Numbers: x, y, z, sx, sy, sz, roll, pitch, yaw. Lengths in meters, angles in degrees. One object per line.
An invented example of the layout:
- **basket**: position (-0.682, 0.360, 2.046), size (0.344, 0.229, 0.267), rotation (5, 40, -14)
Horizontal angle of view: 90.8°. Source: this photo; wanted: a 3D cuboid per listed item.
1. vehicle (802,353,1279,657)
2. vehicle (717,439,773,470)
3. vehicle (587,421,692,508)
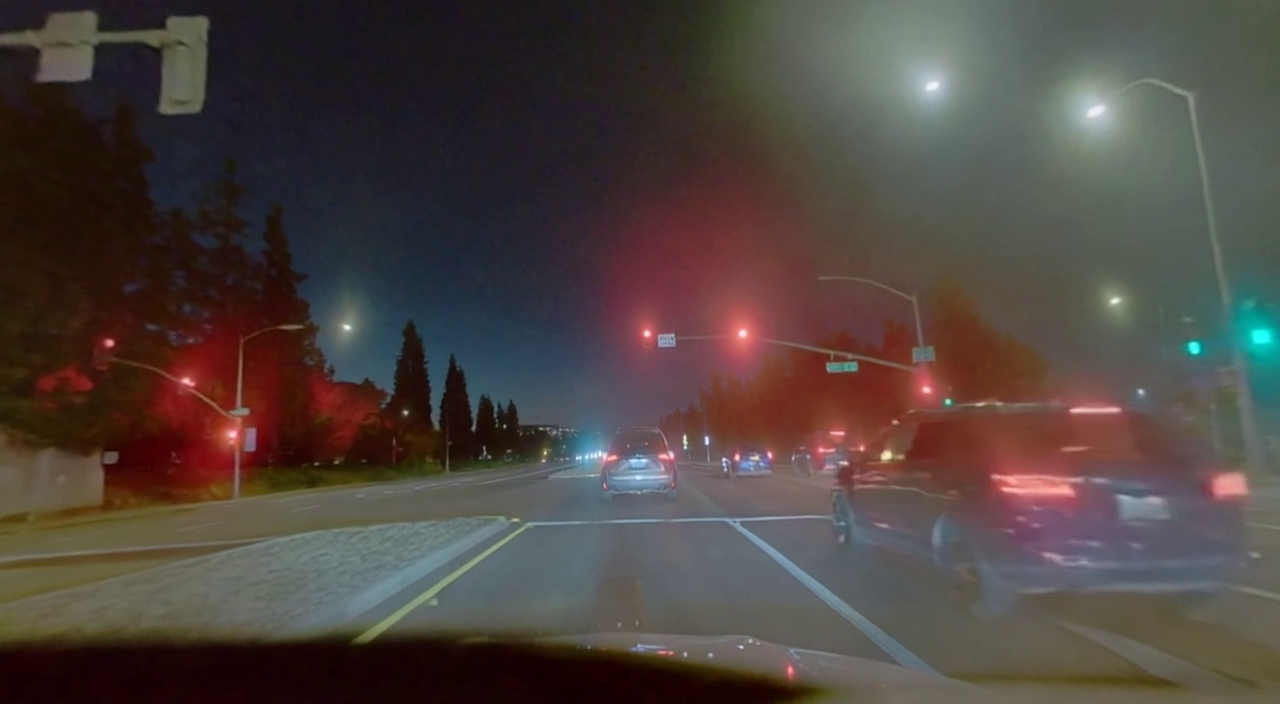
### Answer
- **vehicle**: position (3.399, 1.290, 6.420), size (2.057, 1.788, 5.216), rotation (-1, -9, 0)
- **vehicle**: position (6.339, 6.296, 38.930), size (2.440, 1.775, 4.791), rotation (0, -9, -2)
- **vehicle**: position (-0.059, 2.834, 16.237), size (2.353, 1.894, 4.122), rotation (0, -9, -1)
